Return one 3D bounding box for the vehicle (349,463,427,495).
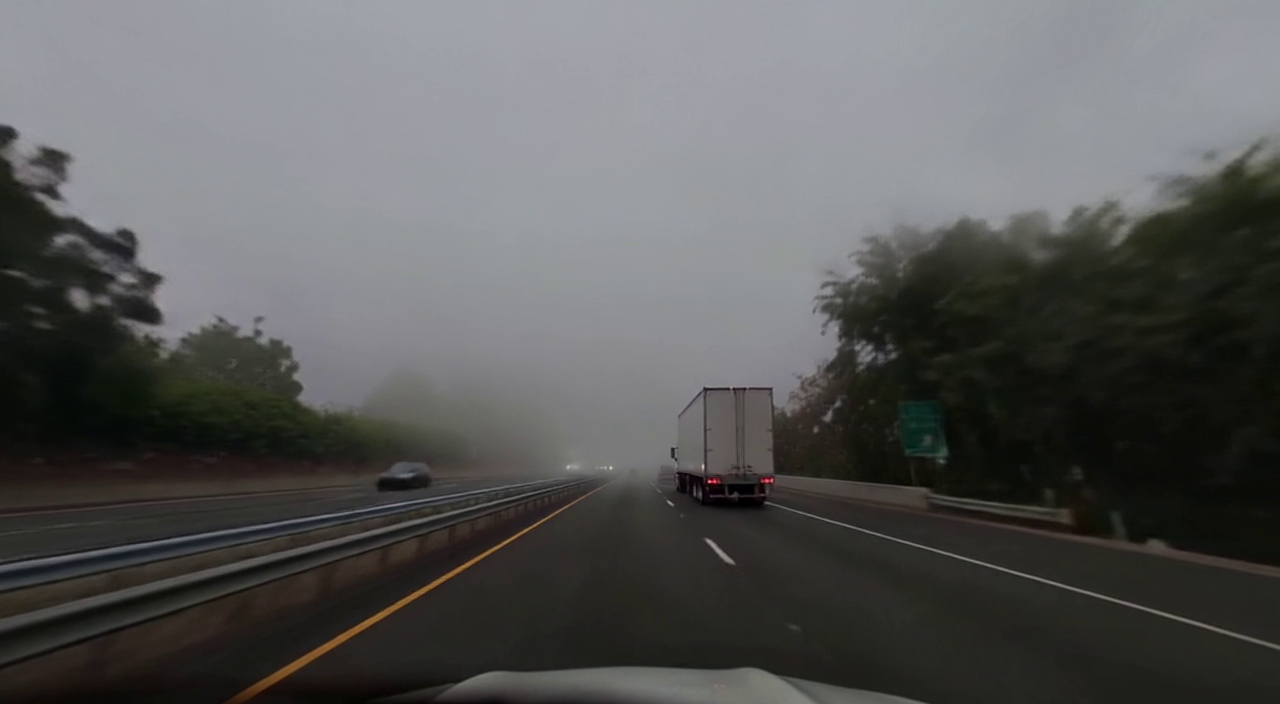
[{"bbox_3d":[-12.930,6.527,32.651,2.088,1.494,4.577,1,-10,1],"label":"vehicle"}]

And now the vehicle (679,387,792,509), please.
[{"bbox_3d":[3.665,4.525,28.434,2.863,4.088,14.040,1,-10,0],"label":"vehicle"}]
